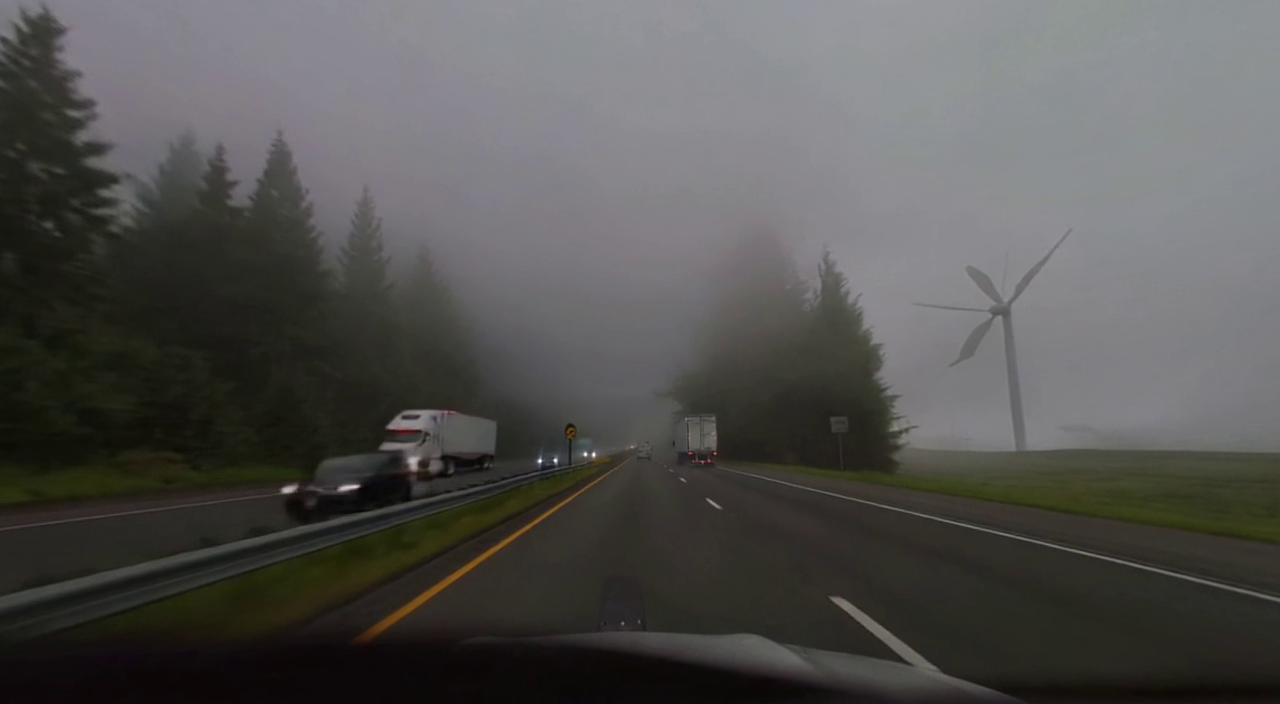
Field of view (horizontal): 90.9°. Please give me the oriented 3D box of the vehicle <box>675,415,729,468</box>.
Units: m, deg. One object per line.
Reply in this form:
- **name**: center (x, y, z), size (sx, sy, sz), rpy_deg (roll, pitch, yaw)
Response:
- **vehicle**: center (4.427, 6.802, 47.336), size (2.903, 3.602, 9.351), rpy_deg (0, -9, -1)

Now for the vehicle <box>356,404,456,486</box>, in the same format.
- **vehicle**: center (-12.405, 5.064, 34.085), size (2.954, 4.010, 5.914), rpy_deg (-1, -9, 1)

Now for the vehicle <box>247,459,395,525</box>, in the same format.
- **vehicle**: center (-8.044, 3.523, 16.354), size (1.843, 1.456, 3.733), rpy_deg (0, -9, 0)
